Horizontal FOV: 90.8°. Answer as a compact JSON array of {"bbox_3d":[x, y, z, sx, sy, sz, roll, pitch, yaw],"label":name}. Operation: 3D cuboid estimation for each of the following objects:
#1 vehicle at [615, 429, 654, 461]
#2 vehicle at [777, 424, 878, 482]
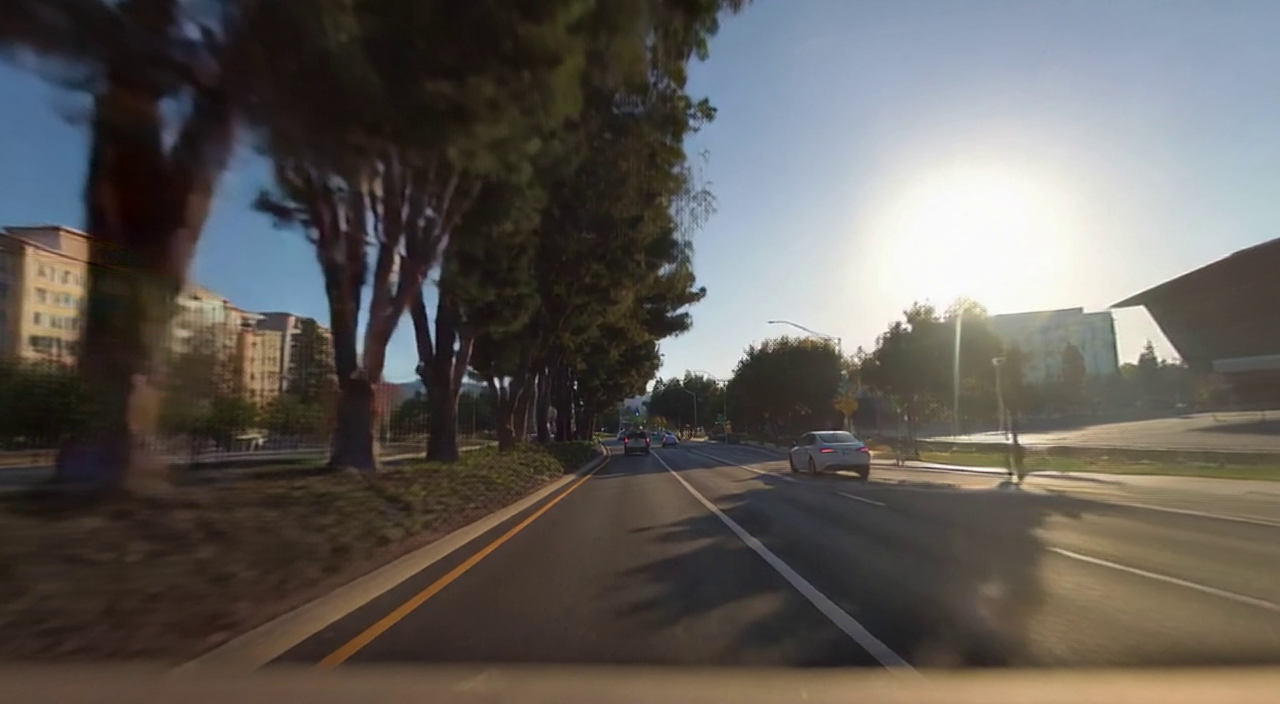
[{"bbox_3d":[-0.333,5.686,38.468,2.193,1.794,4.457,0,-8,0],"label":"vehicle"},{"bbox_3d":[6.348,3.483,22.007,2.026,1.804,4.565,0,-8,-1],"label":"vehicle"}]
